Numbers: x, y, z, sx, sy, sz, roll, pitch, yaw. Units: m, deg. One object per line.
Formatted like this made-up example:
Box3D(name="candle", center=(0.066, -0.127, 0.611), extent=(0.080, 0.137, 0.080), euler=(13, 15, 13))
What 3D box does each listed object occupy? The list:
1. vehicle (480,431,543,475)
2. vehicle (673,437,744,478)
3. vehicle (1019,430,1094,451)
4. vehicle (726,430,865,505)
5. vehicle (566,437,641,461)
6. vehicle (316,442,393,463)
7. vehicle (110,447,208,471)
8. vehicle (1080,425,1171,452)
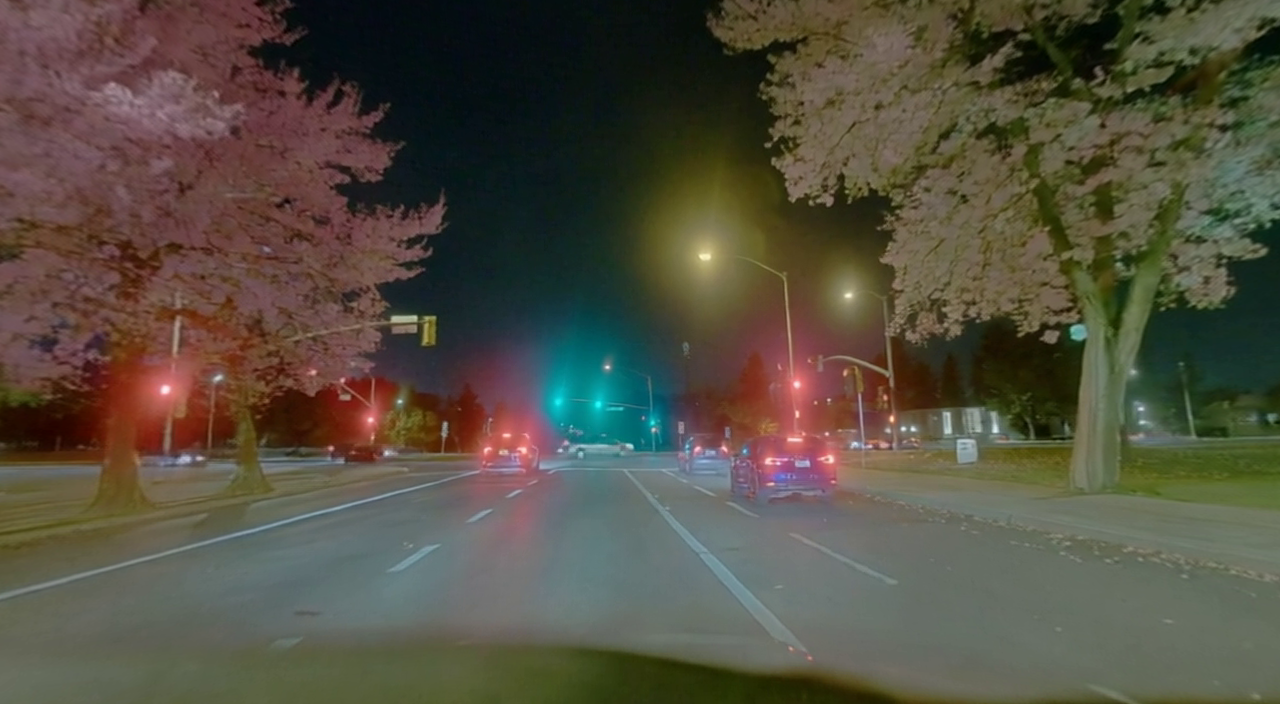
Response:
Box3D(name="vehicle", center=(-5.361, 4.278, 26.964), extent=(1.995, 1.703, 4.367), euler=(0, -8, -3))
Box3D(name="vehicle", center=(2.549, 4.085, 24.707), extent=(2.007, 1.466, 4.291), euler=(0, -8, -4))
Box3D(name="vehicle", center=(29.521, 6.297, 44.868), extent=(4.097, 1.436, 1.739), euler=(0, -8, -3))
Box3D(name="vehicle", center=(3.546, 2.730, 15.366), extent=(2.019, 1.518, 4.285), euler=(0, -9, -4))
Box3D(name="vehicle", center=(-2.418, 6.454, 42.101), extent=(4.829, 1.470, 1.874), euler=(0, -8, -4))
Box3D(name="vehicle", center=(-19.937, 7.021, 44.256), extent=(4.549, 1.439, 1.794), euler=(0, -9, -4))
Box3D(name="vehicle", center=(-30.474, 6.778, 40.124), extent=(4.526, 1.452, 1.920), euler=(0, -8, -4))
Box3D(name="vehicle", center=(31.629, 5.650, 41.230), extent=(4.520, 1.640, 1.825), euler=(0, -9, -4))
